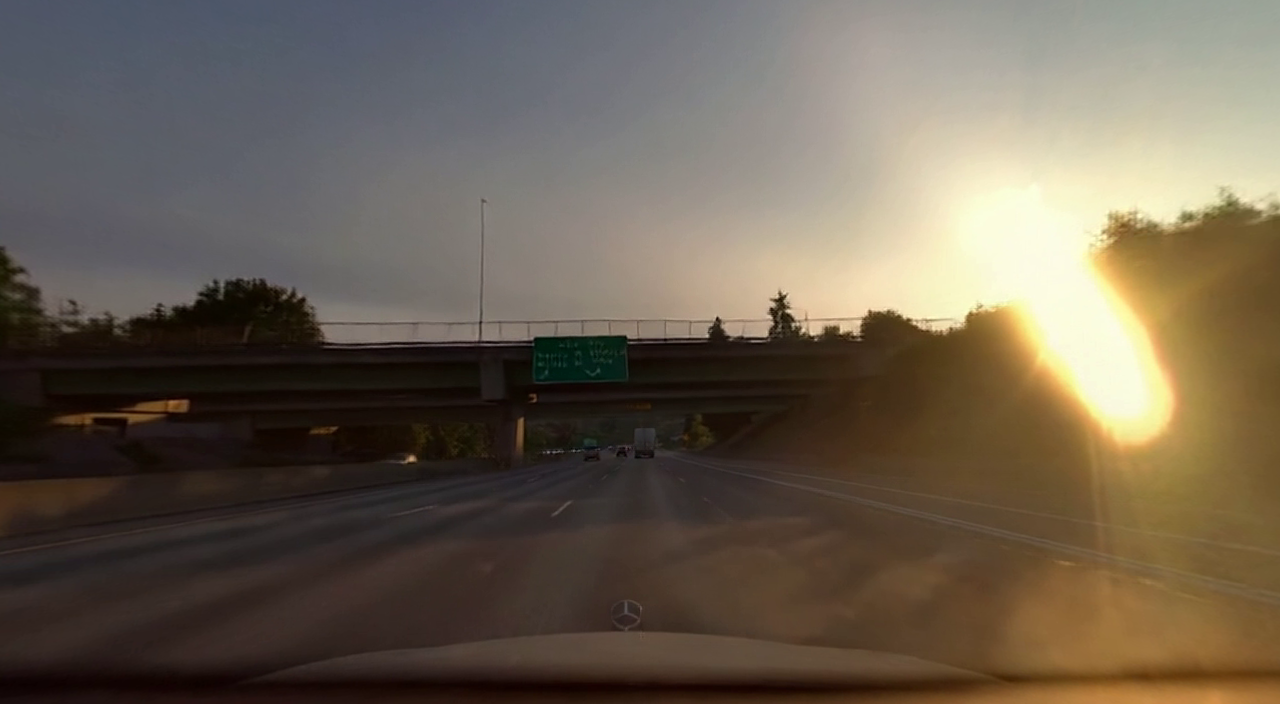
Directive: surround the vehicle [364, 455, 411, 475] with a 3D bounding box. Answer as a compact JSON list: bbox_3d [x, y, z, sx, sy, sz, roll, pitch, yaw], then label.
[{"bbox_3d":[-19.245,8.622,48.271,1.995,1.461,3.744,0,-9,0],"label":"vehicle"}]
